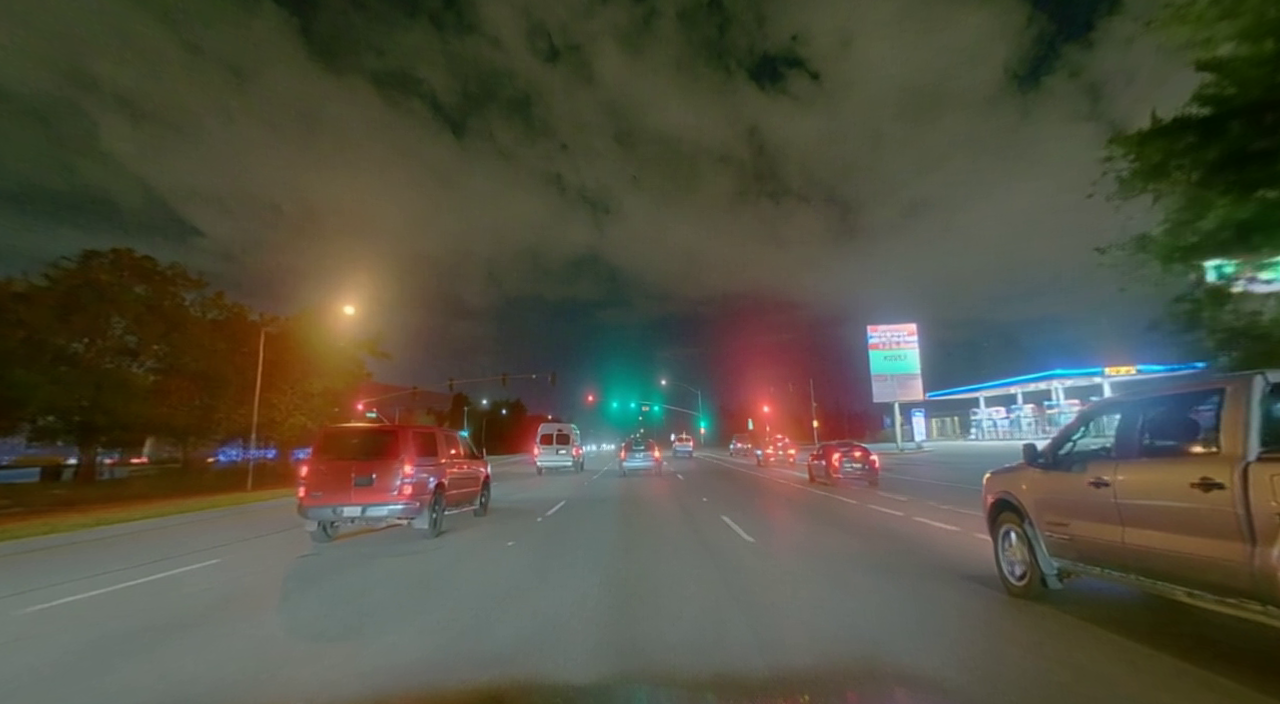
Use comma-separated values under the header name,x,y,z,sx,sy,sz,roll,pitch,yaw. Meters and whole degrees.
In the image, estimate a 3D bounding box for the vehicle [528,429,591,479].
name,x,y,z,sx,sy,sz,roll,pitch,yaw
vehicle,-3.386,4.392,27.299,2.025,1.936,4.995,0,-9,1

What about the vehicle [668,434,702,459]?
name,x,y,z,sx,sy,sz,roll,pitch,yaw
vehicle,3.362,7.218,48.072,2.193,1.795,5.130,0,-8,-1

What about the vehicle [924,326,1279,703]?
name,x,y,z,sx,sy,sz,roll,pitch,yaw
vehicle,3.751,0.939,3.621,2.055,1.786,4.817,0,-8,1

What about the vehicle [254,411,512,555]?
name,x,y,z,sx,sy,sz,roll,pitch,yaw
vehicle,-3.680,1.989,10.323,2.002,1.747,5.173,0,-8,0

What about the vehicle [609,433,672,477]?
name,x,y,z,sx,sy,sz,roll,pitch,yaw
vehicle,0.021,4.410,27.145,2.426,1.703,5.602,0,-8,0

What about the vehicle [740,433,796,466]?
name,x,y,z,sx,sy,sz,roll,pitch,yaw
vehicle,6.935,5.328,34.469,2.119,1.696,4.623,0,-8,1
